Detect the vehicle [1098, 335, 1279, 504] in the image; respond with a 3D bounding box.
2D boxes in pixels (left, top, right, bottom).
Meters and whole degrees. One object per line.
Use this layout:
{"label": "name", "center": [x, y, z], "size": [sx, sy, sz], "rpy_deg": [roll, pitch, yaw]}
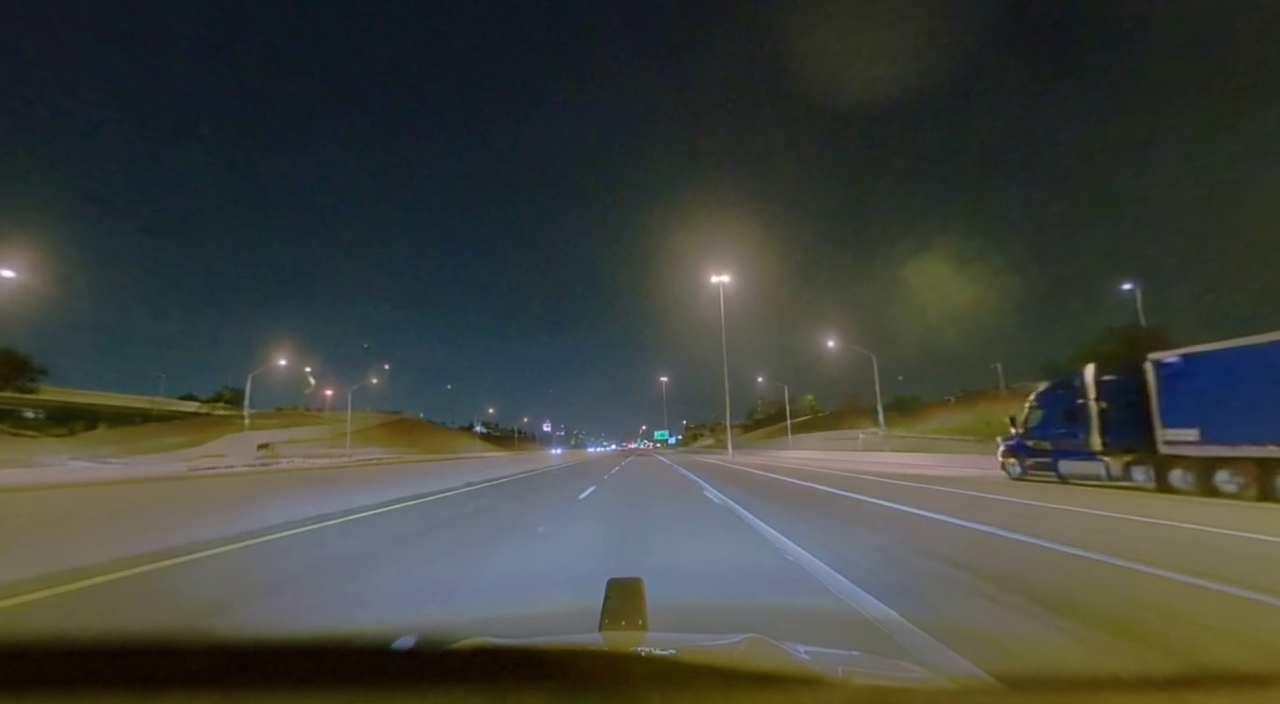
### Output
{"label": "vehicle", "center": [17.834, 1.287, 13.145], "size": [3.395, 4.178, 16.548], "rpy_deg": [0, -8, -3]}
